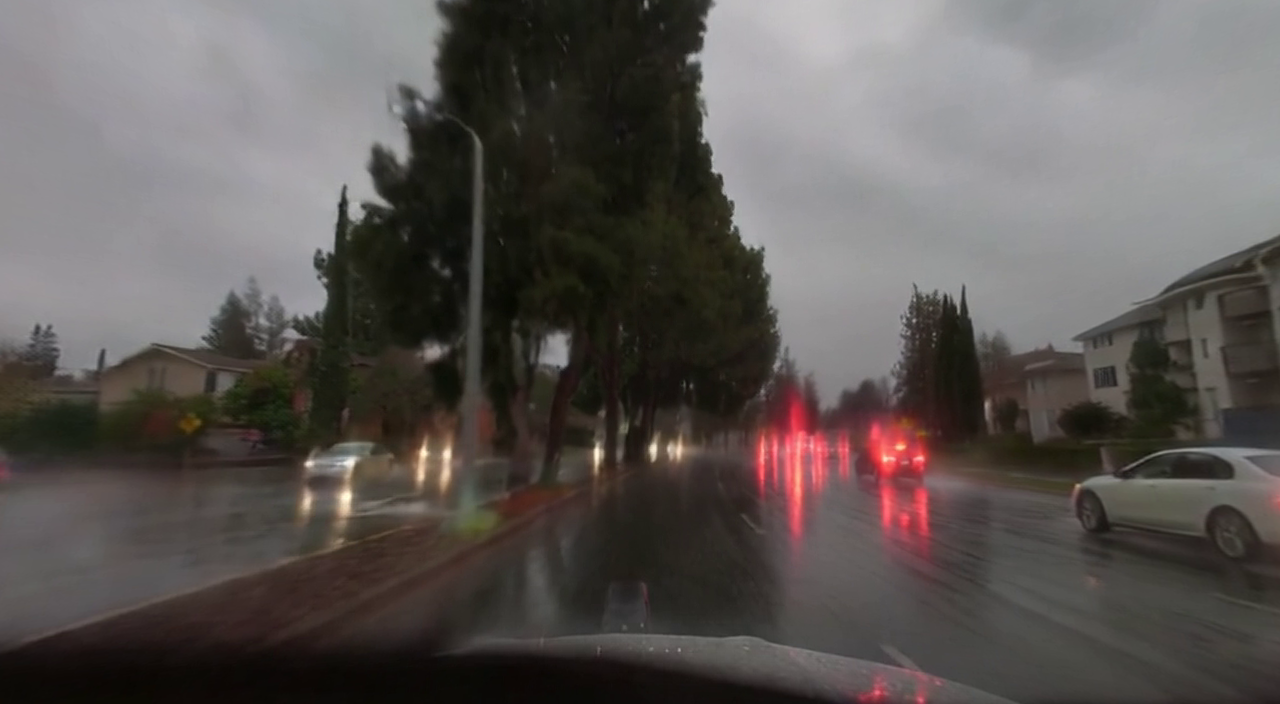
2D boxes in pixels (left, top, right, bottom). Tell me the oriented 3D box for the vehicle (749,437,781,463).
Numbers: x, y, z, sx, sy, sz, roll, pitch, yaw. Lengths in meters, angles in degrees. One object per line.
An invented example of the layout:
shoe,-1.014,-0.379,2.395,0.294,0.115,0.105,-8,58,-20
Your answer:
vehicle,8.494,6.688,43.089,1.991,1.684,4.127,-1,-8,10

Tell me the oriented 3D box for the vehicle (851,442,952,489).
vehicle,8.890,3.850,21.859,1.855,1.444,4.389,0,-8,4

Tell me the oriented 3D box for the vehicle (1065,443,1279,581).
vehicle,7.442,1.792,7.539,1.783,1.386,4.433,0,-8,3

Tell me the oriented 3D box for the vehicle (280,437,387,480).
vehicle,-11.245,3.911,23.452,1.764,1.457,3.794,-1,-8,6

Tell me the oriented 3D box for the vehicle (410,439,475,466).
vehicle,-12.955,6.614,41.702,1.952,1.686,4.494,-2,-8,15
